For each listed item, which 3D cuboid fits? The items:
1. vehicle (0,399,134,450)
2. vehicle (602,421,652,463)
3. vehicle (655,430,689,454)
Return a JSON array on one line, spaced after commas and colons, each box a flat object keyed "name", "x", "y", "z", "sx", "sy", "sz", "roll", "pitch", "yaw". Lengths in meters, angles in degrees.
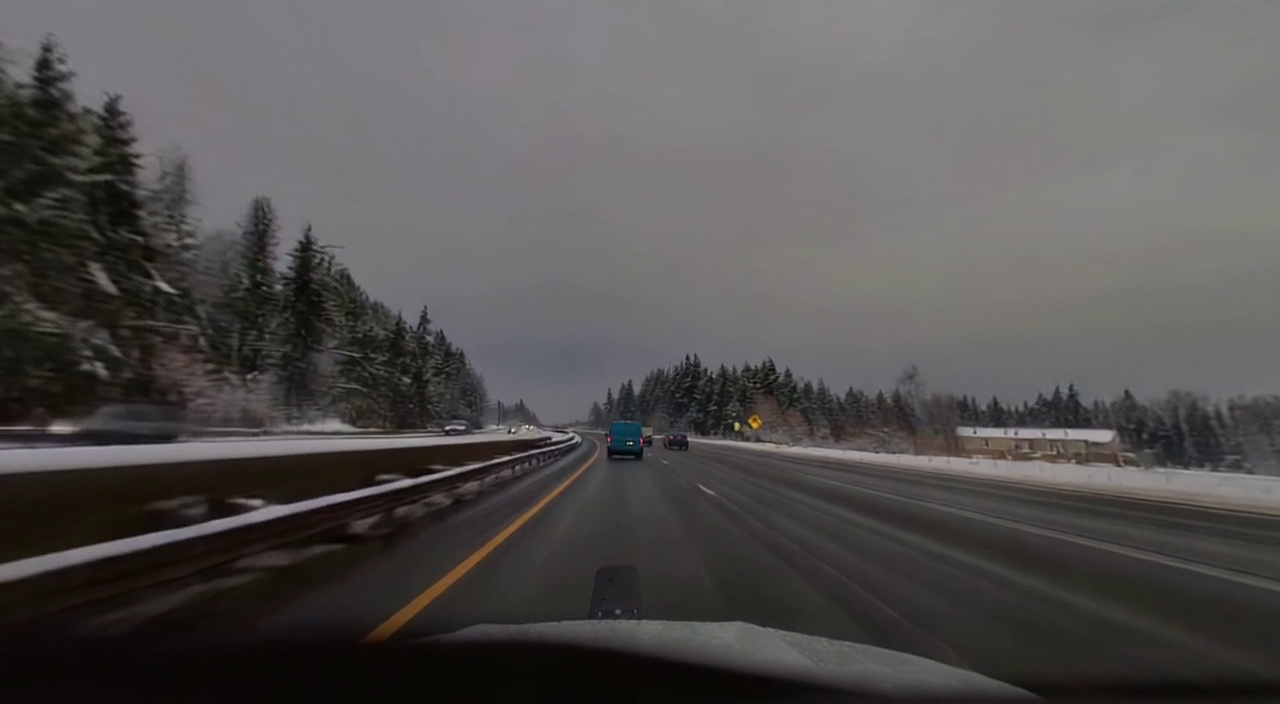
[{"name": "vehicle", "x": -19.444, "y": 2.443, "z": 20.937, "sx": 1.966, "sy": 1.528, "sz": 3.953, "roll": 0, "pitch": -8, "yaw": -1}, {"name": "vehicle", "x": -0.742, "y": 4.687, "z": 32.859, "sx": 2.403, "sy": 1.994, "sz": 4.683, "roll": 0, "pitch": -8, "yaw": -3}, {"name": "vehicle", "x": 2.265, "y": 6.504, "z": 45.595, "sx": 1.996, "sy": 1.589, "sz": 3.715, "roll": 0, "pitch": -8, "yaw": -4}]
